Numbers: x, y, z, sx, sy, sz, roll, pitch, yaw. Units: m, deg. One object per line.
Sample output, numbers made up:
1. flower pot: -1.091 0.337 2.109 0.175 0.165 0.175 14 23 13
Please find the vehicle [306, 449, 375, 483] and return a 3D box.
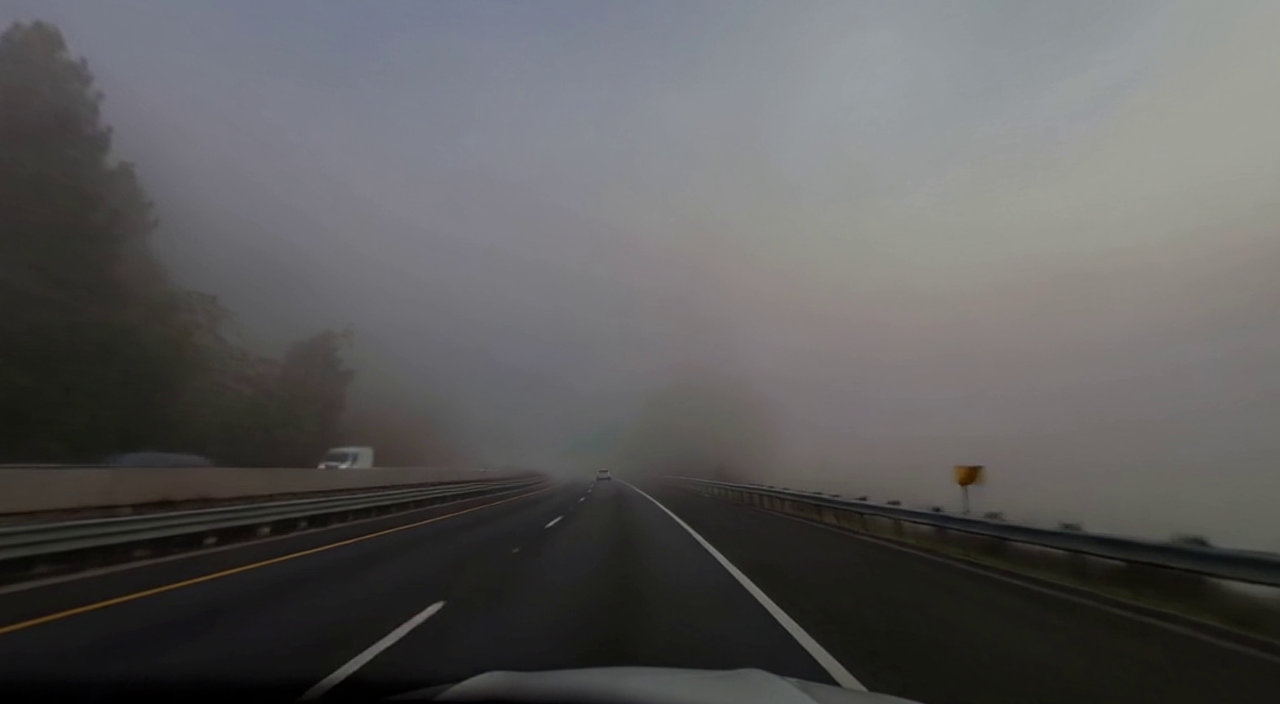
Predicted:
1. vehicle: -18.165 6.975 38.453 2.018 1.931 4.588 1 -11 -2
